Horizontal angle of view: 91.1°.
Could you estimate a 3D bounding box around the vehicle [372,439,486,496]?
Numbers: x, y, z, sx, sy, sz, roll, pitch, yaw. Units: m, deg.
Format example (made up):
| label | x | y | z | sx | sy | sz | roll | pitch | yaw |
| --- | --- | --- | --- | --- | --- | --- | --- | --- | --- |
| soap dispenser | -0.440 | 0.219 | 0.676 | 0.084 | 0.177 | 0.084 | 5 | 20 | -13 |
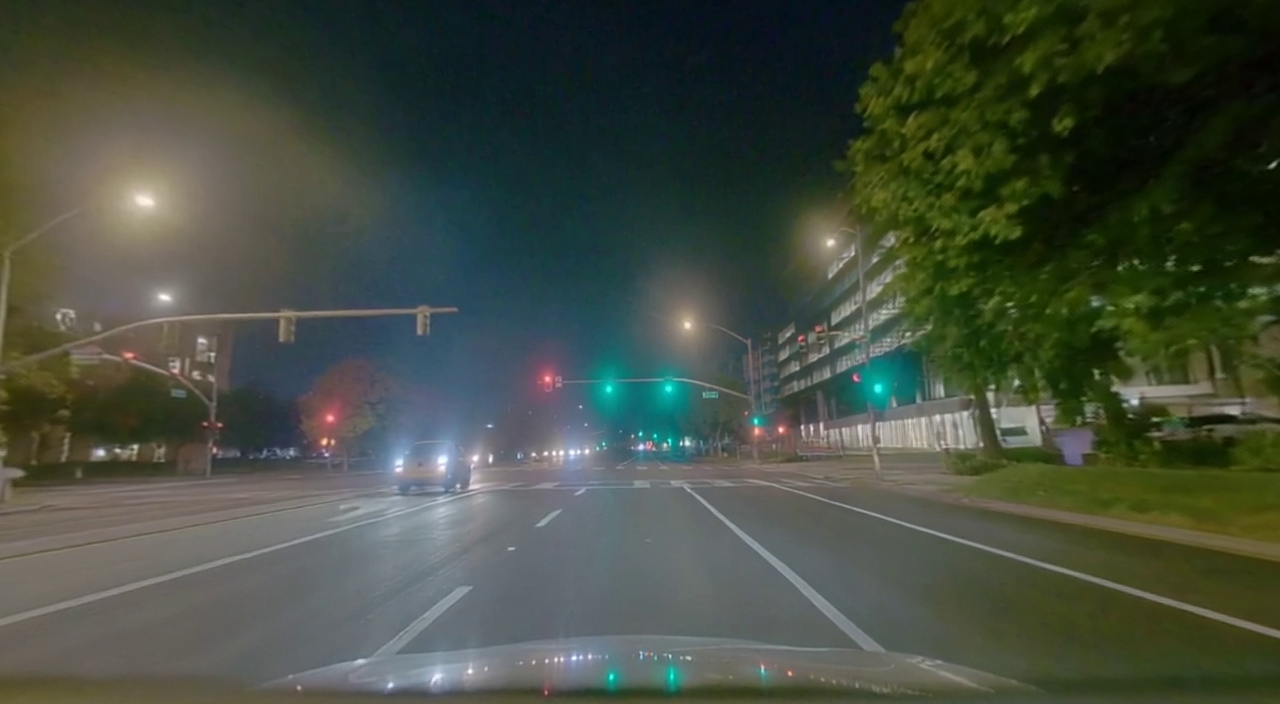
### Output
| label | x | y | z | sx | sy | sz | roll | pitch | yaw |
| --- | --- | --- | --- | --- | --- | --- | --- | --- | --- |
| vehicle | -6.478 | 3.586 | 19.952 | 1.876 | 1.570 | 4.980 | 0 | -9 | 0 |
